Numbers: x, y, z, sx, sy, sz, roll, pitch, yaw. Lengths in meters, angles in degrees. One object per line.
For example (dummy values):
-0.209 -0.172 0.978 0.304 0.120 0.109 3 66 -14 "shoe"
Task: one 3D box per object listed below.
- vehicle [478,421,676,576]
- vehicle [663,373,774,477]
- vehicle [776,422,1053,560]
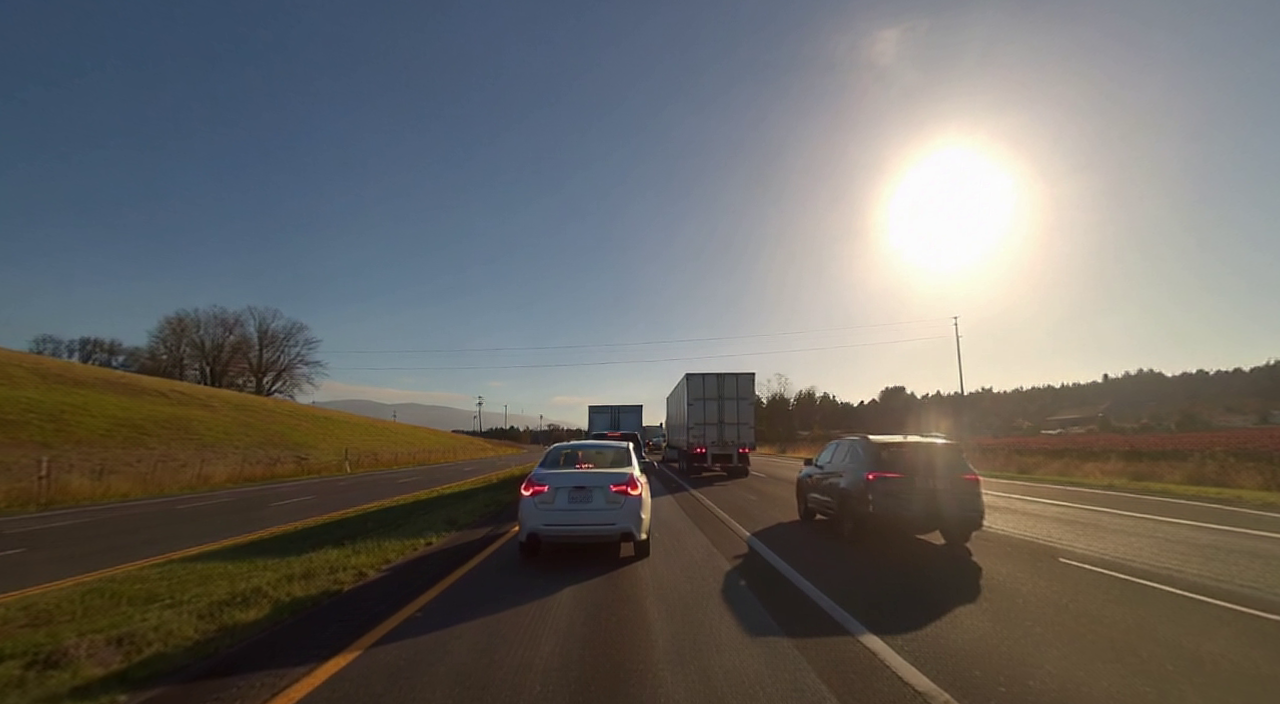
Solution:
-0.703 1.791 8.505 2.009 1.554 4.013 0 -8 -2 "vehicle"
3.529 4.162 34.315 3.591 4.290 16.696 0 -8 -1 "vehicle"
3.566 1.885 9.395 1.960 1.515 4.713 0 -8 -1 "vehicle"
